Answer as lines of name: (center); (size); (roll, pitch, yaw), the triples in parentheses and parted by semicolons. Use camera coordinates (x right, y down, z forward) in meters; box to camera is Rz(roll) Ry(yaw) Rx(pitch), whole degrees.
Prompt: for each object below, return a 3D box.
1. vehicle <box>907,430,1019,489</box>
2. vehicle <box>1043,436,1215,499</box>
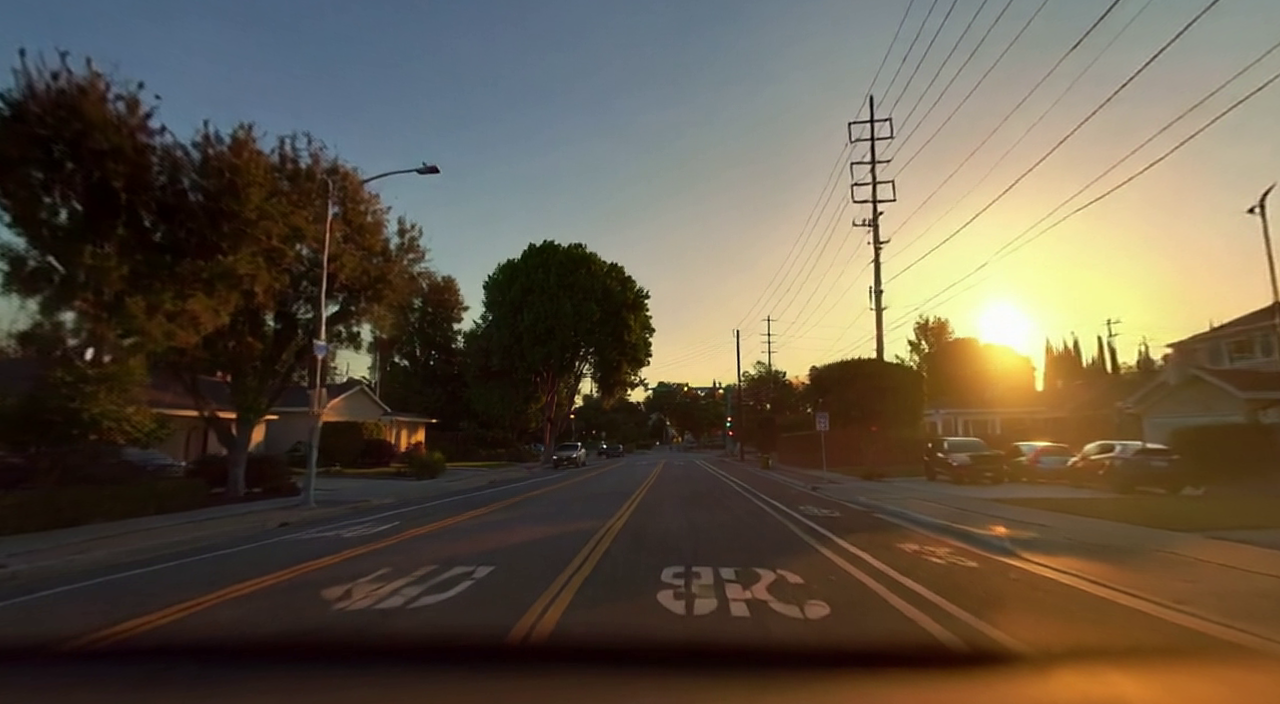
vehicle: (11.909, 3.991, 23.637); (1.912, 1.953, 4.651); (0, -9, 3)
vehicle: (15.006, 3.534, 19.741); (1.935, 1.683, 4.669); (0, -9, 5)
